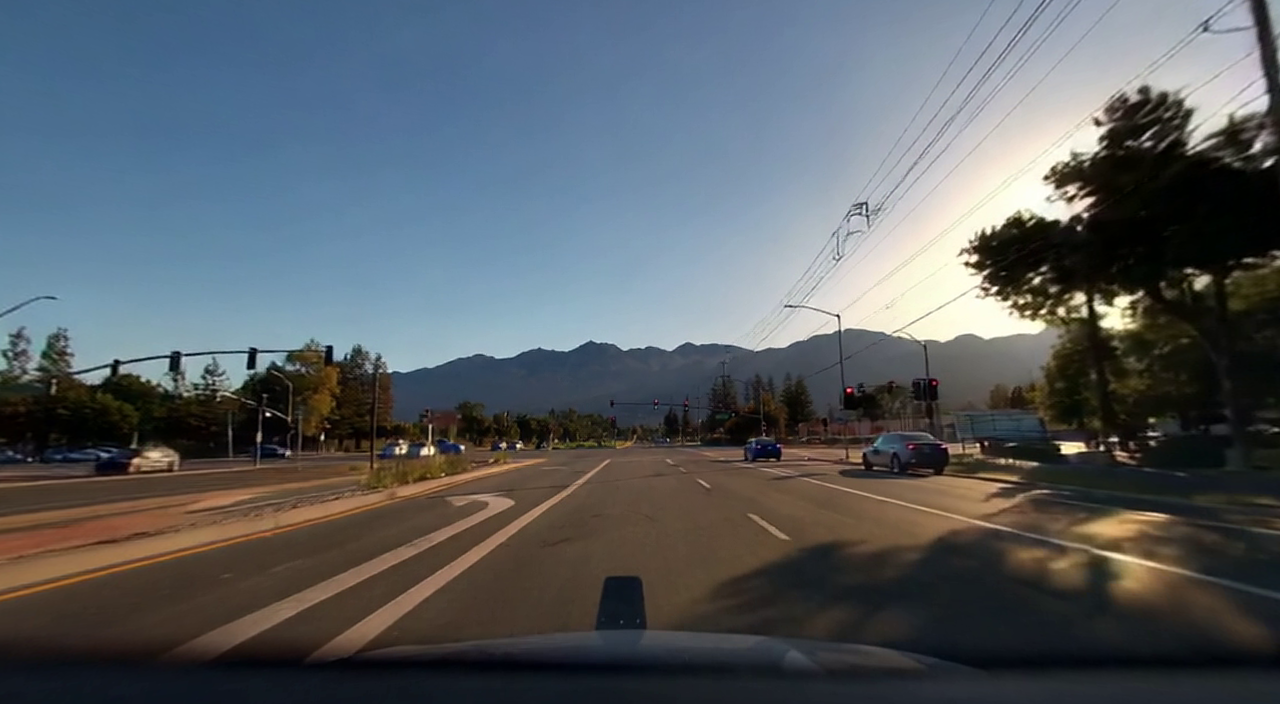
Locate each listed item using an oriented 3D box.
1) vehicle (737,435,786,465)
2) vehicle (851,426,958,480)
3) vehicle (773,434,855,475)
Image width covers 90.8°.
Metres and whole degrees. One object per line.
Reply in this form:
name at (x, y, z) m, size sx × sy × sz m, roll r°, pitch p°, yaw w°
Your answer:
vehicle at (6.911, 5.621, 36.426) m, size 1.899 × 1.570 × 4.666 m, roll 0°, pitch -8°, yaw 0°
vehicle at (9.517, 3.677, 23.226) m, size 1.977 × 1.773 × 4.646 m, roll 0°, pitch -8°, yaw 1°
vehicle at (6.946, 4.149, 25.805) m, size 1.990 × 1.480 × 4.624 m, roll 0°, pitch -8°, yaw 0°
